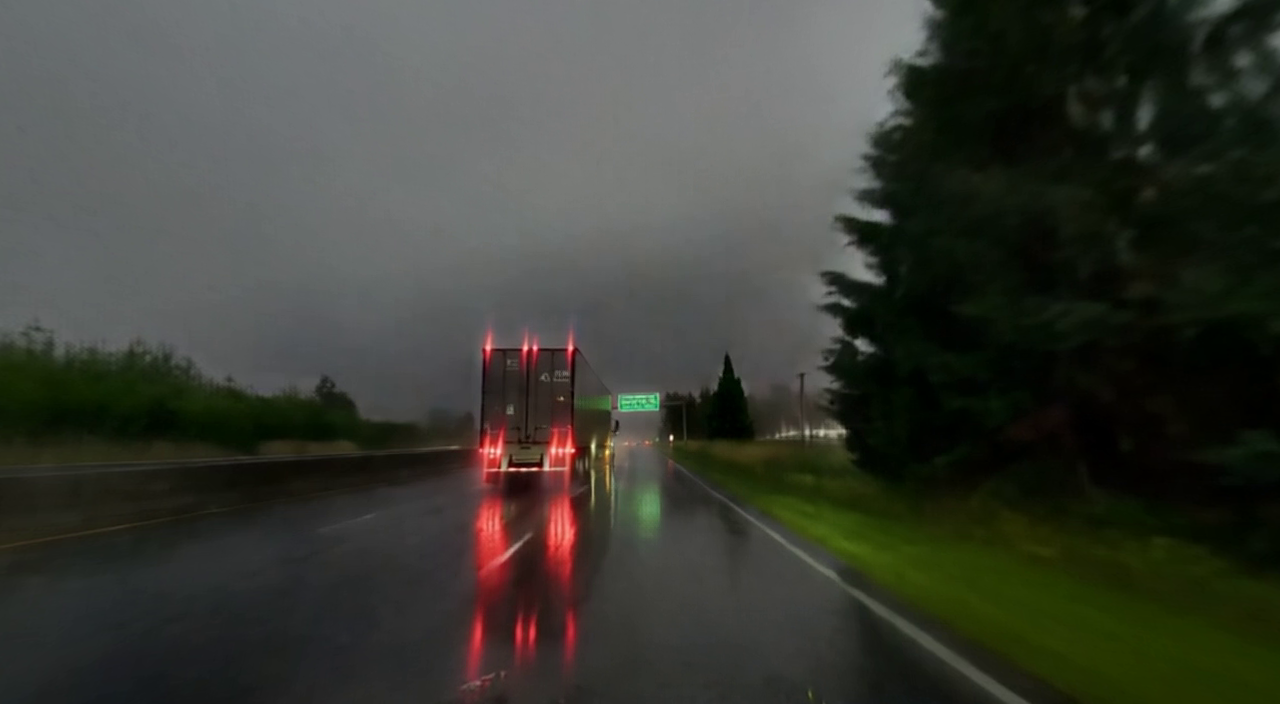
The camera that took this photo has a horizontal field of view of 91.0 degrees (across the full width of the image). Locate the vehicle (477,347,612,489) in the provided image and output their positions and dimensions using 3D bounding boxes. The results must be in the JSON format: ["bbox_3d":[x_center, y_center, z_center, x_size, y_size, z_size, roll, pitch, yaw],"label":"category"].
[{"bbox_3d":[-3.048,2.896,25.156,2.947,4.051,14.256,0,-8,1],"label":"vehicle"}]
